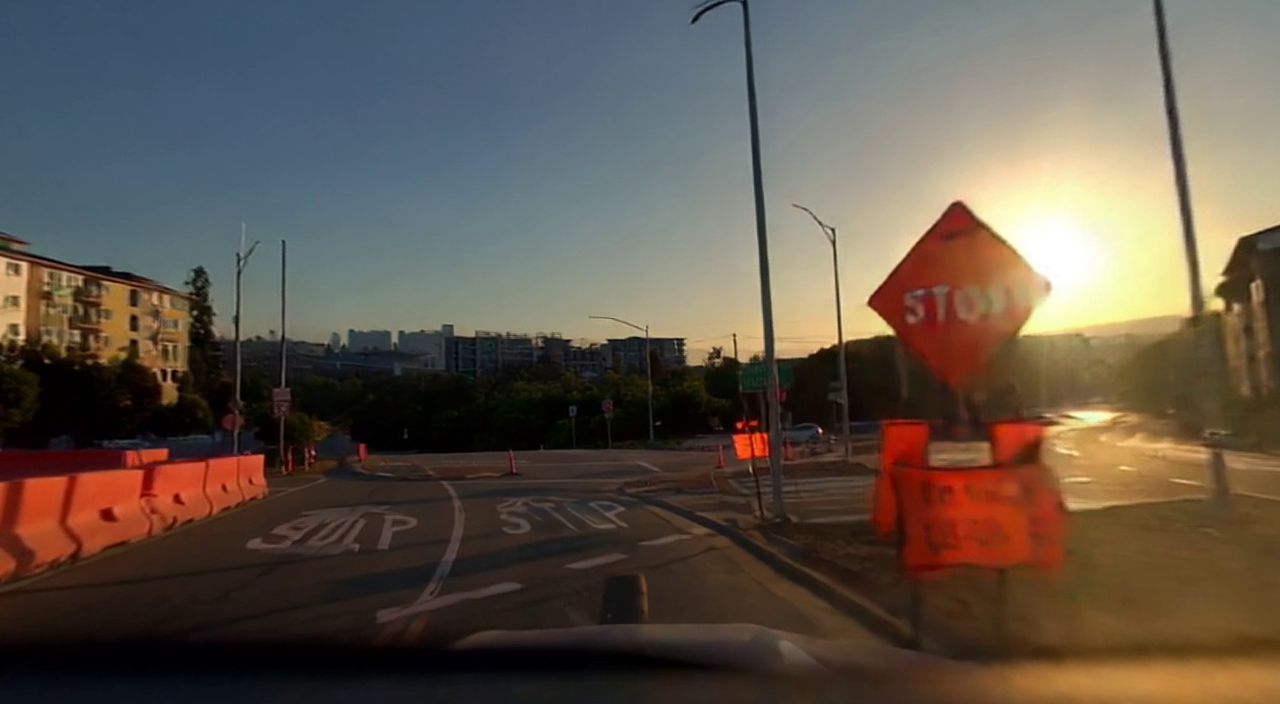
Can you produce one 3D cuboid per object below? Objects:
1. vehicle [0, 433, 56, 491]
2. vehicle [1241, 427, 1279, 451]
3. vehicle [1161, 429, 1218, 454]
[{"bbox_3d":[-20.976,3.573,20.670,4.292,1.734,2.159,-8,-11,42],"label":"vehicle"},{"bbox_3d":[40.305,5.561,40.088,1.917,1.466,4.422,-5,-10,30],"label":"vehicle"},{"bbox_3d":[37.756,6.184,43.403,2.023,1.567,4.283,-5,-10,29],"label":"vehicle"}]
